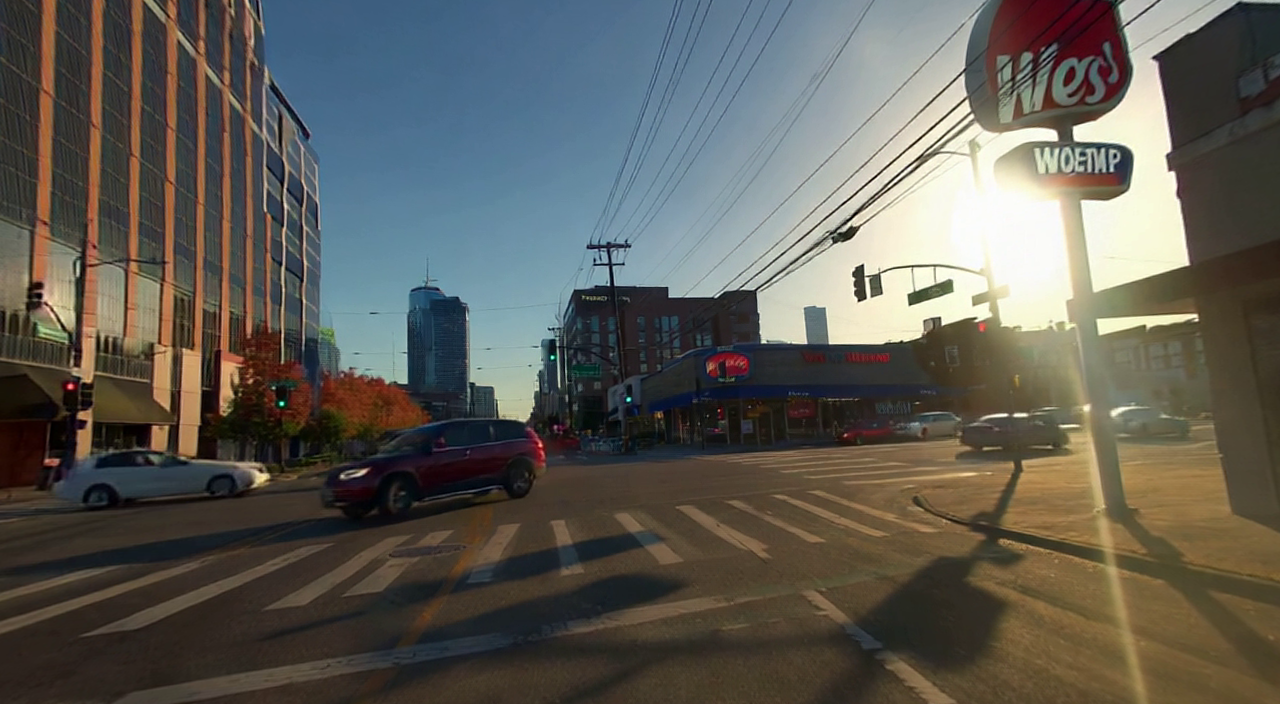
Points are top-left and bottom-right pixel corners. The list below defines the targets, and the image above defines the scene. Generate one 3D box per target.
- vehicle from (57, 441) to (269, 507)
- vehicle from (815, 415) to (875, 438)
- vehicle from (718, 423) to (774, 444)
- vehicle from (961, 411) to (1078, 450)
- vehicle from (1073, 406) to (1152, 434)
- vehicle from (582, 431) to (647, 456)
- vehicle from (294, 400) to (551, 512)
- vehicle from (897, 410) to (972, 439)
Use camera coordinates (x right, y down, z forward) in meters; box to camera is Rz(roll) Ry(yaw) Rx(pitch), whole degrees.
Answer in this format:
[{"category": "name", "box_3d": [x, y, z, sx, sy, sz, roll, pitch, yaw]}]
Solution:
[{"category": "vehicle", "box_3d": [-13.111, 3.284, 17.548, 2.166, 1.579, 4.300, -9, -12, 44]}, {"category": "vehicle", "box_3d": [16.041, 5.856, 49.418, 4.589, 1.730, 1.801, 4, -9, -31]}, {"category": "vehicle", "box_3d": [7.587, 5.878, 45.386, 1.866, 1.430, 3.901, 5, -10, -31]}, {"category": "vehicle", "box_3d": [15.804, 3.285, 26.258, 4.707, 1.487, 1.907, 4, -9, -28]}, {"category": "vehicle", "box_3d": [26.720, 3.904, 35.698, 4.433, 1.453, 1.804, 4, -10, -29]}, {"category": "vehicle", "box_3d": [-1.916, 6.740, 46.538, 4.506, 1.733, 1.857, 1, -9, -11]}, {"category": "vehicle", "box_3d": [-4.473, 2.302, 14.342, 2.374, 1.985, 5.588, -4, -9, 21]}, {"category": "vehicle", "box_3d": [19.258, 4.772, 41.266, 4.474, 1.788, 2.039, 4, -10, -28]}]
